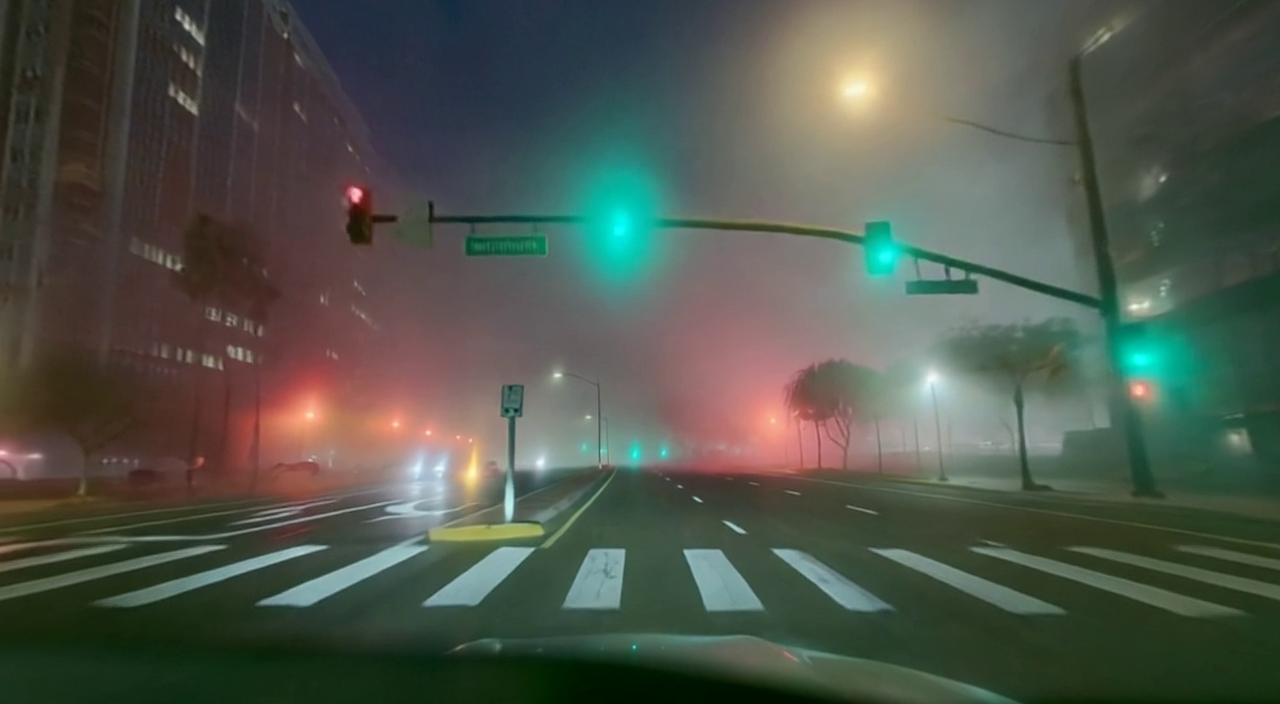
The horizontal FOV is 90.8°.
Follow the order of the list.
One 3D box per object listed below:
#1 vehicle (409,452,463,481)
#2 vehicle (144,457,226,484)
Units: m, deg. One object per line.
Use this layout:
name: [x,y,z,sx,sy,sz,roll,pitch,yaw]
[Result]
vehicle: [-13.022,7.310,40.606,1.923,1.641,4.551,0,-8,0]
vehicle: [-32.246,8.399,44.848,4.245,1.642,2.013,-2,-9,-3]
